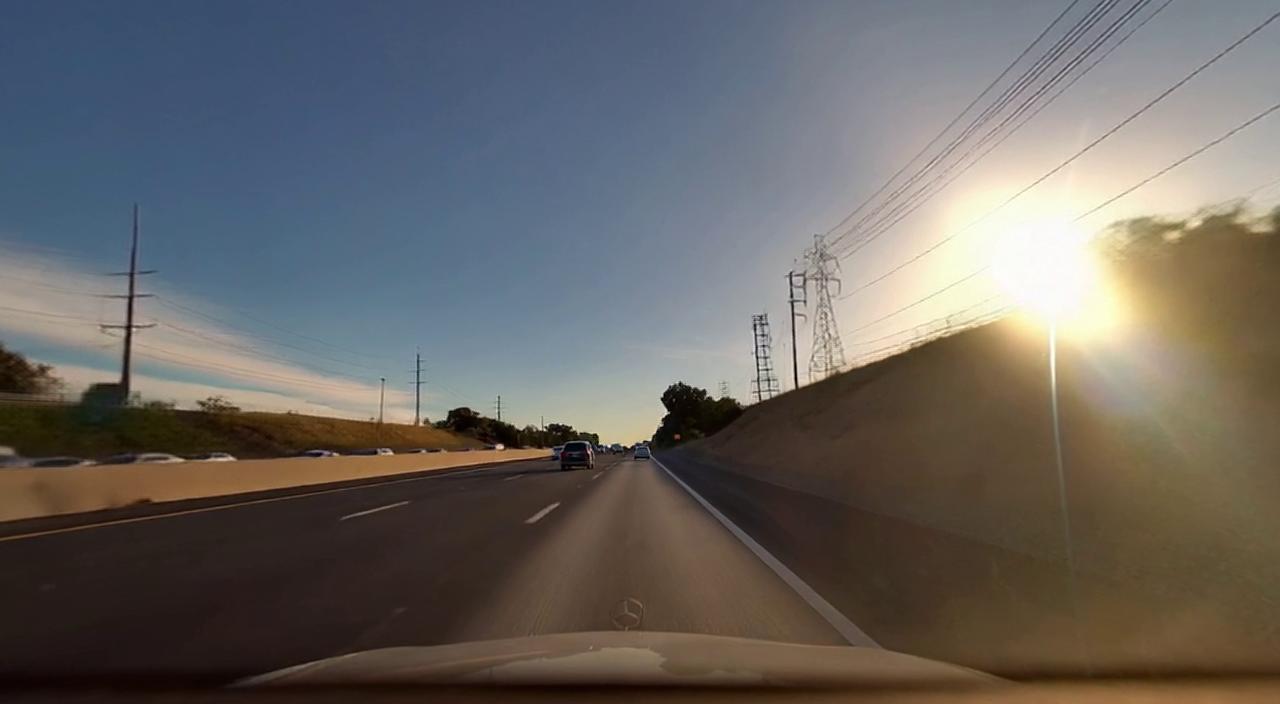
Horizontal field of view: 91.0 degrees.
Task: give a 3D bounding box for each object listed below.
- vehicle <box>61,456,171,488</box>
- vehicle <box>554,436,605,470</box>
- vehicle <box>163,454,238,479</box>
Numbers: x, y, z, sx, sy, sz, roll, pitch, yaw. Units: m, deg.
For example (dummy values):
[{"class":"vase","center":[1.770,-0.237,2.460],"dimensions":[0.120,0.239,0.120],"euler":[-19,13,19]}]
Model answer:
[{"class":"vehicle","center":[-28.501,6.514,34.494],"dimensions":[1.888,1.503,4.752],"euler":[0,-9,1]},{"class":"vehicle","center":[-3.647,6.237,39.166],"dimensions":[2.577,1.939,5.408],"euler":[0,-9,1]},{"class":"vehicle","center":[-32.428,8.438,46.652],"dimensions":[1.922,1.654,4.885],"euler":[0,-9,1]}]
